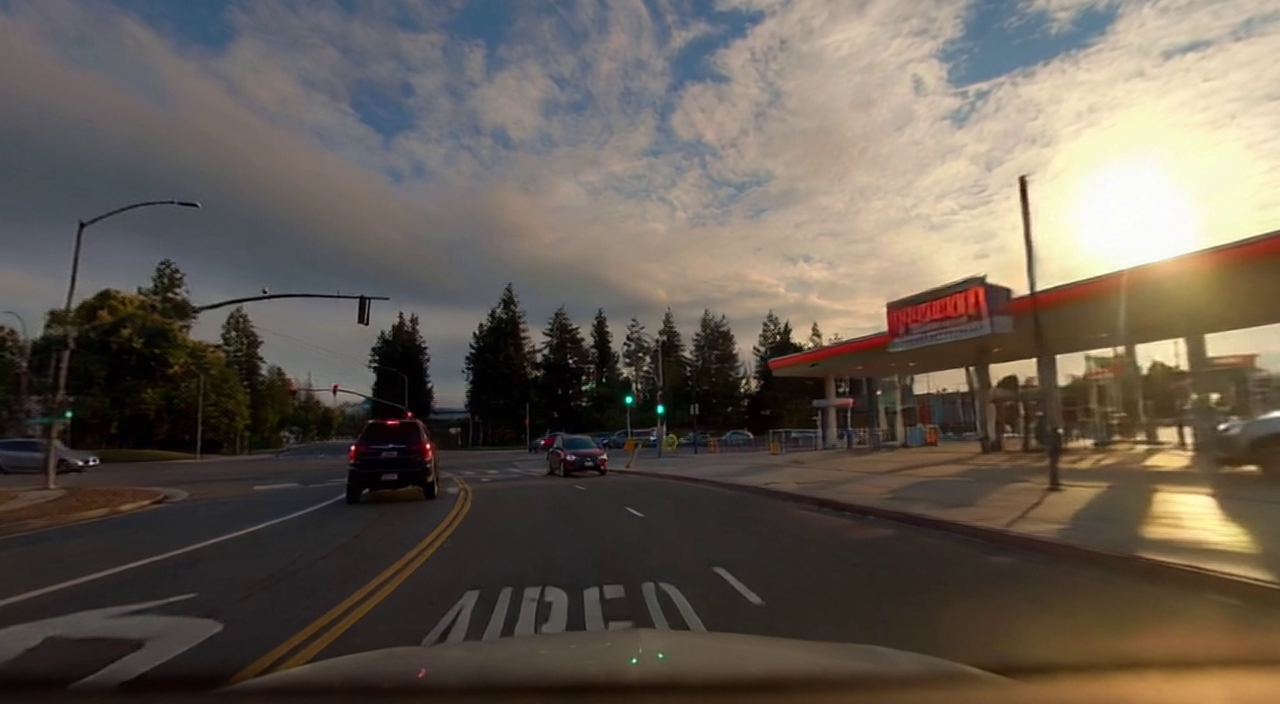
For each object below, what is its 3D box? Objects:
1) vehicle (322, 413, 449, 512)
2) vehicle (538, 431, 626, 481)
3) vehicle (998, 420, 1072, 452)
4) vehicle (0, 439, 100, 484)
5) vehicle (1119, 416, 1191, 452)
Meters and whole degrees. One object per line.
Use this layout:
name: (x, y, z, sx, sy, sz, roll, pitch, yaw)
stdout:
vehicle: (-6.002, 2.658, 15.510, 2.254, 2.006, 4.766, 3, -9, -15)
vehicle: (-2.527, 4.259, 26.055, 2.202, 1.822, 4.826, 4, -9, -23)
vehicle: (23.096, 4.945, 36.734, 4.595, 1.764, 2.160, 7, -11, -38)
vehicle: (-25.524, 4.471, 25.783, 4.632, 1.757, 2.073, 4, -9, -24)
vehicle: (27.134, 4.375, 33.144, 4.422, 1.752, 1.988, 7, -11, -39)
